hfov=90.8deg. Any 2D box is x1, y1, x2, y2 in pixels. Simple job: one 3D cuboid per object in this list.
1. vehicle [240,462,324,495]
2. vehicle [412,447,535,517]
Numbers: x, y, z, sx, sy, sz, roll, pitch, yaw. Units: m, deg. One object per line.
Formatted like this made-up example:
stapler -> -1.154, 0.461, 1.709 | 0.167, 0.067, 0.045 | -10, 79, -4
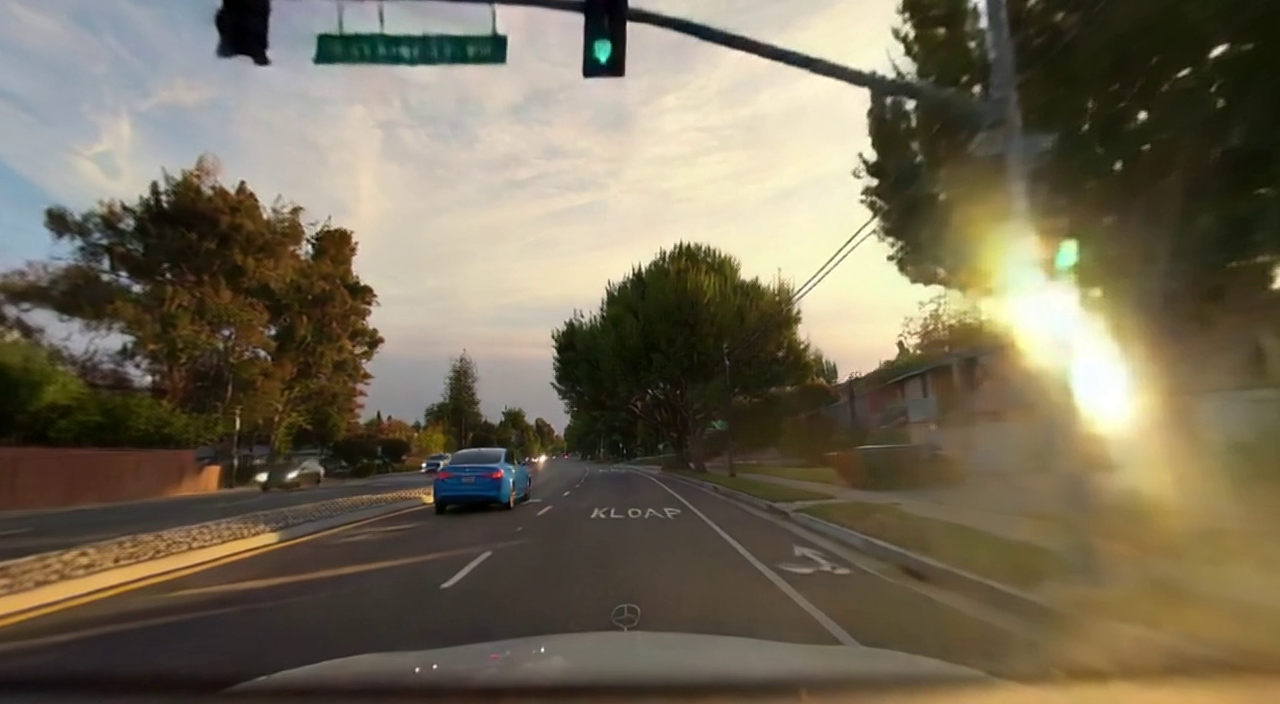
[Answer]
vehicle -> -18.332, 6.462, 32.628 | 1.874, 1.494, 4.395 | 0, -9, -2
vehicle -> -4.044, 3.220, 16.230 | 1.980, 1.508, 4.502 | 0, -9, -1
